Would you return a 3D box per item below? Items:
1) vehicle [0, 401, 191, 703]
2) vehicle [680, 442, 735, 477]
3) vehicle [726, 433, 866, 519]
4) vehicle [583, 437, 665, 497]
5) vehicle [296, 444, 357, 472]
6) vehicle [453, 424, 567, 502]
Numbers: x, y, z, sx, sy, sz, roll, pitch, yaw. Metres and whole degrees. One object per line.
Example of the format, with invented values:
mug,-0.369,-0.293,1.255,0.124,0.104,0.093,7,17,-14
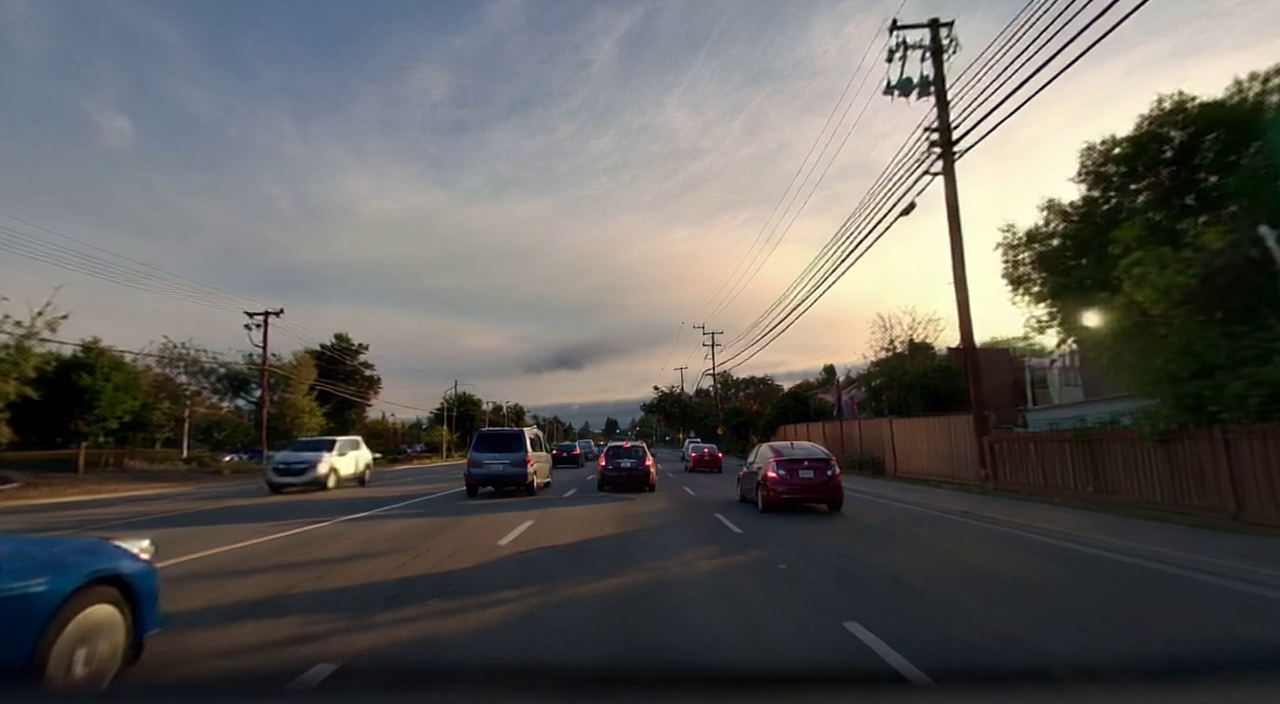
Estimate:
vehicle,-3.332,0.721,1.011,2.004,1.454,4.349,0,-9,0
vehicle,3.026,4.913,29.179,1.878,1.479,4.461,0,-9,-2
vehicle,3.074,2.519,13.320,1.880,1.521,3.724,0,-9,-2
vehicle,-0.410,3.219,18.033,2.097,1.511,3.809,0,-9,0
vehicle,-23.149,7.820,46.831,2.094,1.899,4.789,0,-9,-1
vehicle,-3.377,3.001,17.500,2.092,1.839,4.736,0,-9,0
